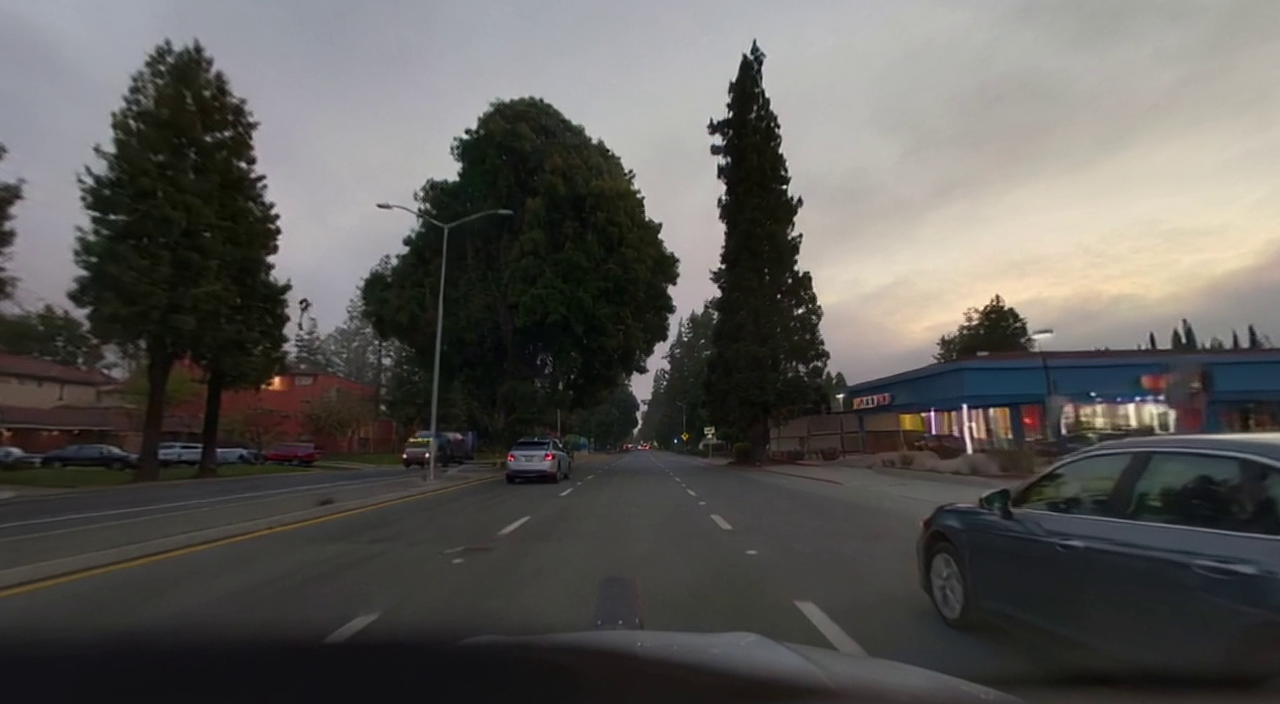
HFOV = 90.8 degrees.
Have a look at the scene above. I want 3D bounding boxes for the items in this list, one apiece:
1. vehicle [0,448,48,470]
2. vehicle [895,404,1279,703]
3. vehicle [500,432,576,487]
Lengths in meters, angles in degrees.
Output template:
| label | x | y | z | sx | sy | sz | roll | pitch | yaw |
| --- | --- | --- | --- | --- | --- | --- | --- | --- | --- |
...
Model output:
| label | x | y | z | sx | sy | sz | roll | pitch | yaw |
| --- | --- | --- | --- | --- | --- | --- | --- | --- | --- |
| vehicle | -46.379 | 7.802 | 45.965 | 1.808 | 1.561 | 4.918 | 0 | -10 | -1 |
| vehicle | 3.326 | 1.100 | 3.278 | 1.975 | 1.502 | 4.787 | 0 | -9 | 0 |
| vehicle | -3.641 | 3.940 | 23.446 | 1.997 | 1.806 | 4.500 | 0 | -9 | 1 |
